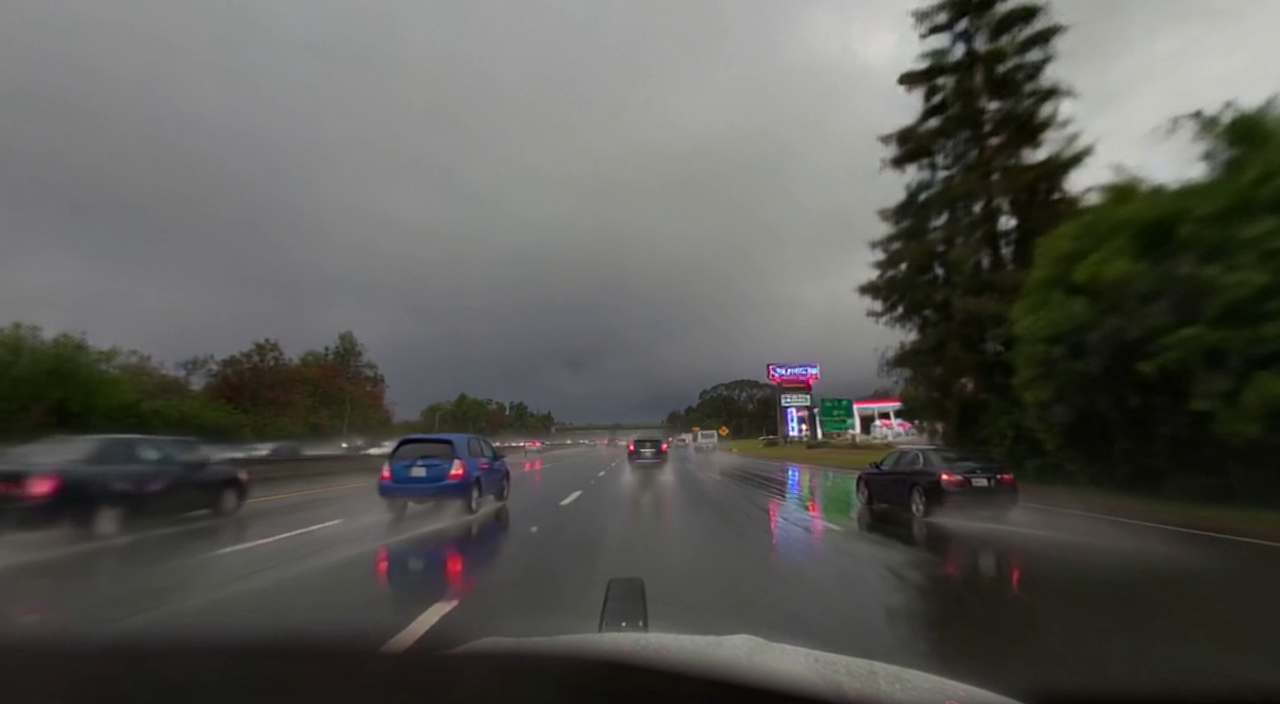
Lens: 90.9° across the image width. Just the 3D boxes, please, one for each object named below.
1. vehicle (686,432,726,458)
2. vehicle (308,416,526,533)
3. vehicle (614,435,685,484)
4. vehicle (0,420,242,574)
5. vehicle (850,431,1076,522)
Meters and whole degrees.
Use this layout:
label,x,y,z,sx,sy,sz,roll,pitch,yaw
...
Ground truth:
label,x,y,z,sx,sy,sz,roll,pitch,yaw
vehicle,4.711,6.750,45.728,2.261,1.781,4.709,0,-8,-1
vehicle,-3.521,2.053,11.236,1.927,1.586,5.142,0,-8,1
vehicle,0.282,3.542,21.021,2.113,1.464,4.073,0,-8,0
vehicle,-7.241,1.626,7.591,1.932,1.497,4.458,0,-8,1
vehicle,5.963,2.334,12.430,2.030,1.442,4.358,0,-8,-2
